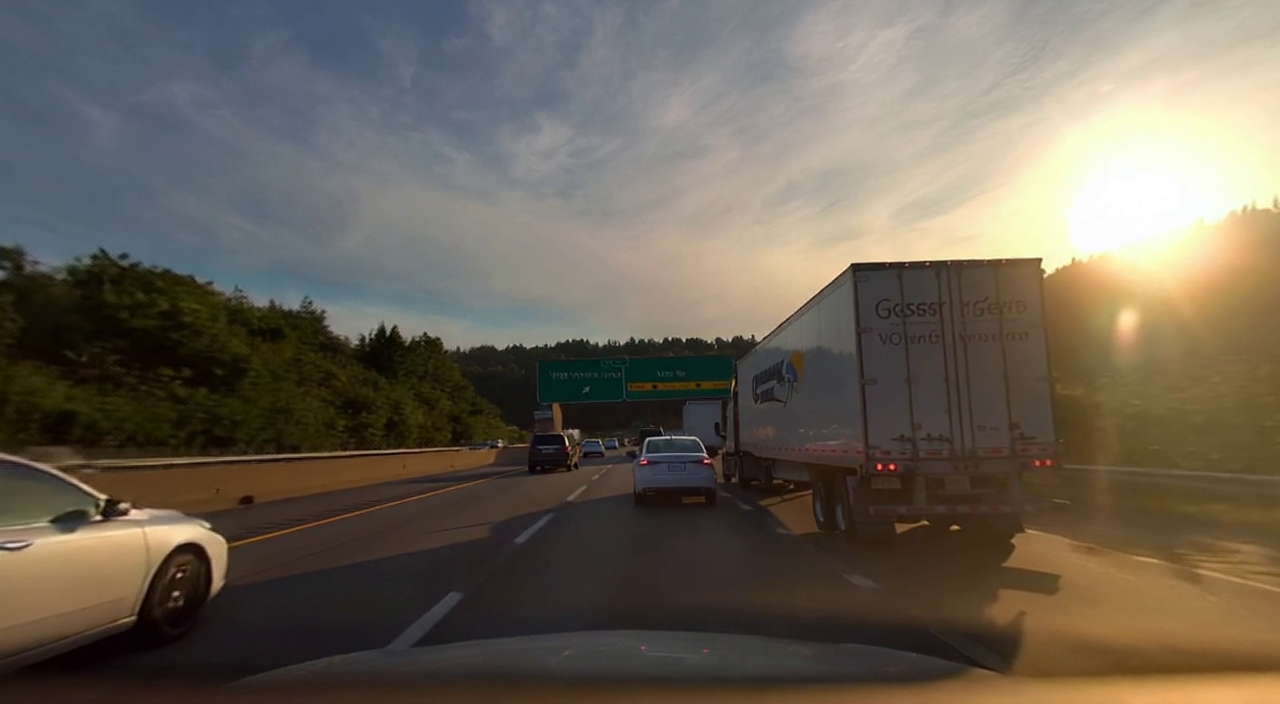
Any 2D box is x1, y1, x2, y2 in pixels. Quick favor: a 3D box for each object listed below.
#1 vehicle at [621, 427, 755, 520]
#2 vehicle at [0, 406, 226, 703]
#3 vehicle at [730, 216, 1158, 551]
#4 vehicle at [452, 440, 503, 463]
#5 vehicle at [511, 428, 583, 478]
[{"bbox_3d":[0.762,2.289,12.528,2.200,1.495,4.282,0,-8,-1],"label":"vehicle"},{"bbox_3d":[-4.284,0.928,2.504,2.100,1.491,4.676,0,-8,0],"label":"vehicle"},{"bbox_3d":[4.617,1.275,14.784,2.883,4.070,14.423,0,-8,0],"label":"vehicle"},{"bbox_3d":[-10.793,6.617,42.216,2.037,1.397,4.817,0,-8,1],"label":"vehicle"},{"bbox_3d":[-3.434,3.817,24.186,2.006,1.729,4.447,0,-8,1],"label":"vehicle"}]
